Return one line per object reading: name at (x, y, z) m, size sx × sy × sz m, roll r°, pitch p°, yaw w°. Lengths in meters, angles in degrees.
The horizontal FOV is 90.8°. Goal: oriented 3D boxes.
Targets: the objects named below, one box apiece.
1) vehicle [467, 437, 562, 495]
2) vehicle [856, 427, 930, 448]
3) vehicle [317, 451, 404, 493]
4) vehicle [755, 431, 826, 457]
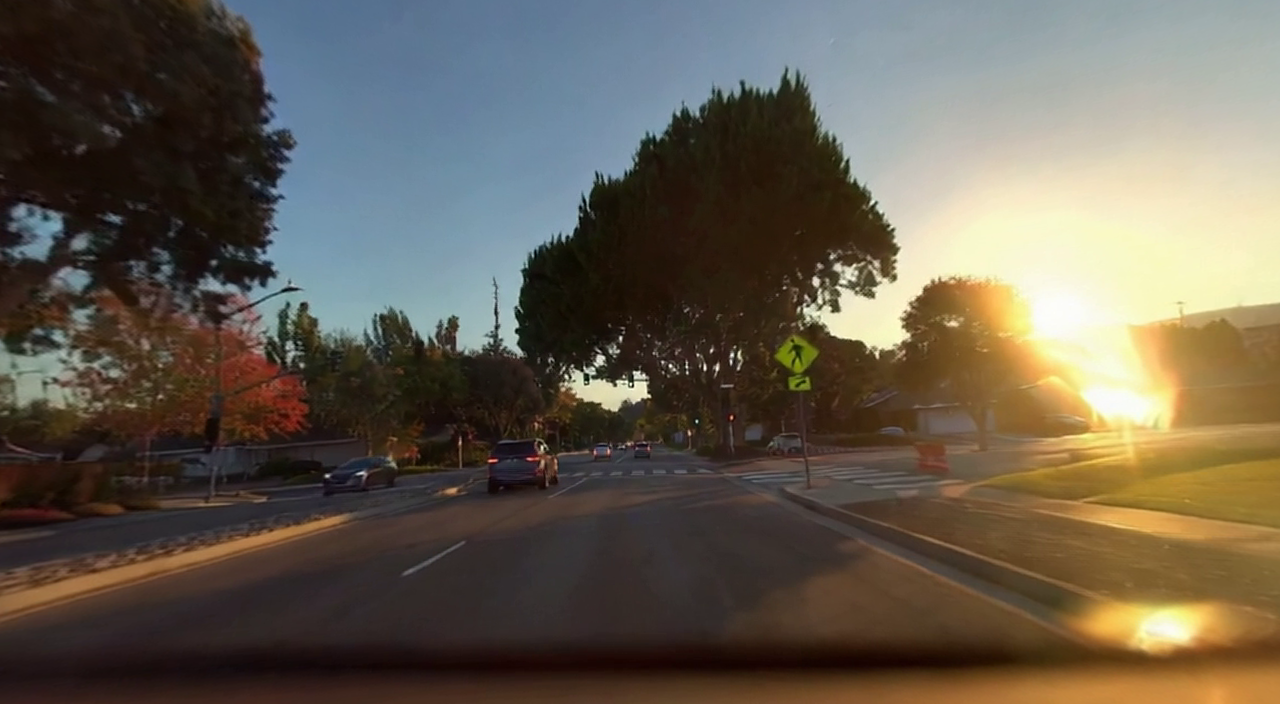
vehicle at (-4.011, 3.727, 21.133) m, size 2.169 × 1.706 × 4.638 m, roll -1°, pitch -8°, yaw 1°
vehicle at (19.744, 6.719, 49.508) m, size 4.954 × 1.458 × 1.951 m, roll 1°, pitch -9°, yaw 2°
vehicle at (-13.894, 5.953, 31.792) m, size 2.140 × 1.824 × 4.913 m, roll -2°, pitch -8°, yaw 0°
vehicle at (11.089, 6.825, 46.861) m, size 4.817 × 1.789 × 2.010 m, roll -1°, pitch -9°, yaw 6°
